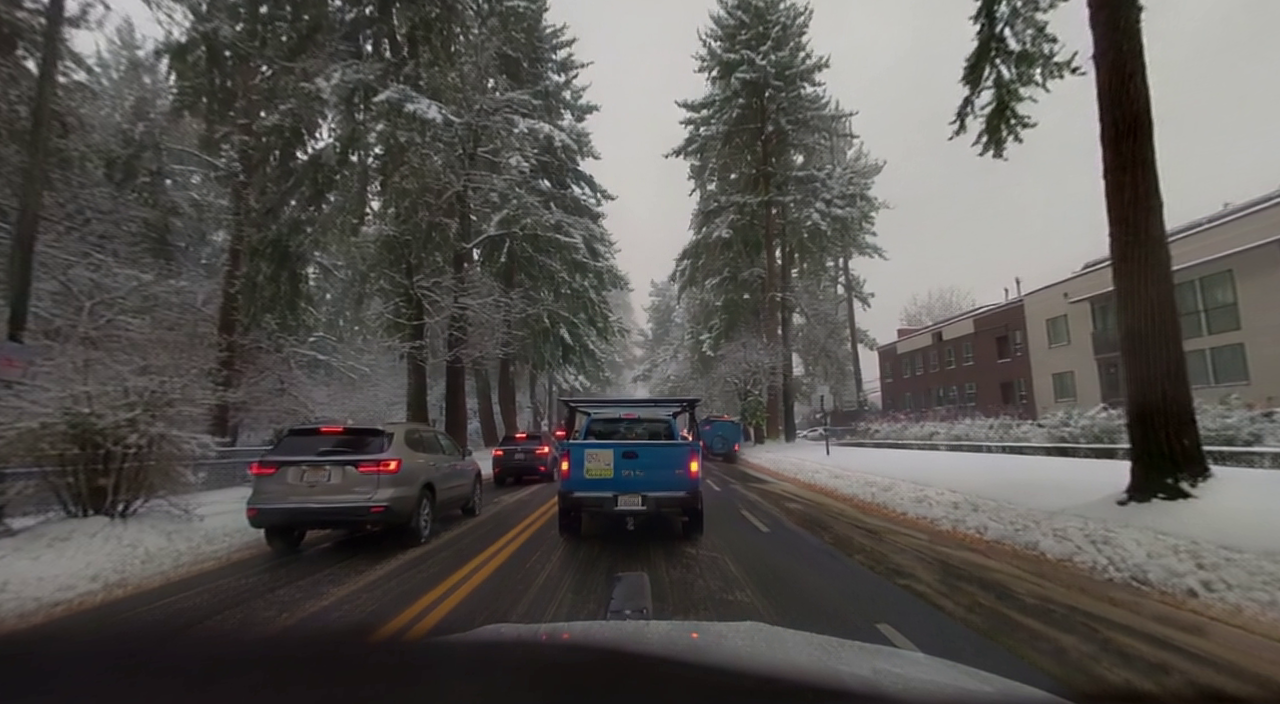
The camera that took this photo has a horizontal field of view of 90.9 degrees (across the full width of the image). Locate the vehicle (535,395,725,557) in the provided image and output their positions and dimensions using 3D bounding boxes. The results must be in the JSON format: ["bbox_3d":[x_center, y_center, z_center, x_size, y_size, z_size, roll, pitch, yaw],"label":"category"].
[{"bbox_3d":[-0.088,1.652,8.985,2.075,1.770,4.018,0,-8,1],"label":"vehicle"}]

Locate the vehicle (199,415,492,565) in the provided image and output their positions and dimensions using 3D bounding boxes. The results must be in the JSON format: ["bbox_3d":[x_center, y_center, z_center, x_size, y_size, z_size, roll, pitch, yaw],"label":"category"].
[{"bbox_3d":[-3.760,1.845,9.250,1.959,1.614,4.676,0,-8,1],"label":"vehicle"}]
